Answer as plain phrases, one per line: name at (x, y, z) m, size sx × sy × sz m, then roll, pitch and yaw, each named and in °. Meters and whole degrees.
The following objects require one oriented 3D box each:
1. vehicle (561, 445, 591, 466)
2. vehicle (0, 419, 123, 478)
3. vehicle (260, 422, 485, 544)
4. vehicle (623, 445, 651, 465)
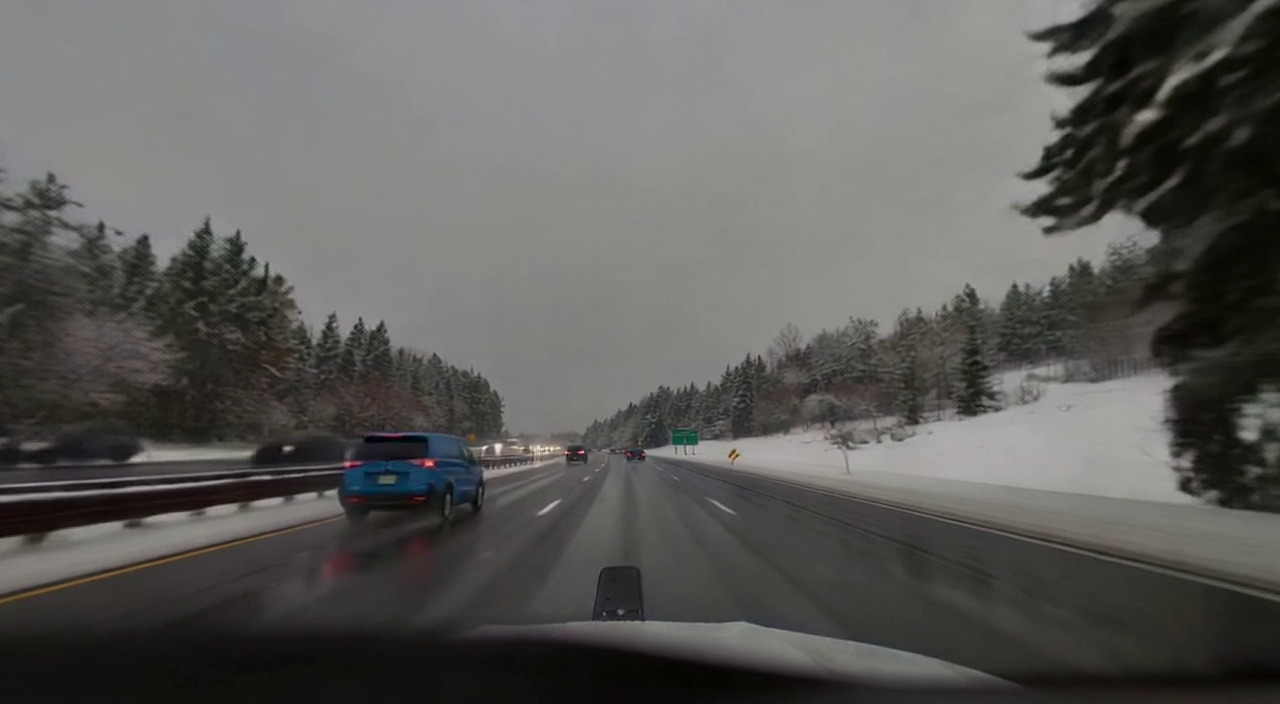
vehicle at (-4.982, 8.126, 49.735) m, size 2.054 × 1.500 × 4.469 m, roll 0°, pitch -9°, yaw -2°
vehicle at (-17.455, 2.724, 17.836) m, size 1.846 × 1.488 × 4.503 m, roll 0°, pitch -9°, yaw -1°
vehicle at (-4.230, 2.128, 10.880) m, size 2.088 × 1.675 × 4.108 m, roll 0°, pitch -9°, yaw -1°
vehicle at (-0.255, 7.912, 48.484) m, size 2.008 × 1.499 × 3.192 m, roll 0°, pitch -9°, yaw -3°
